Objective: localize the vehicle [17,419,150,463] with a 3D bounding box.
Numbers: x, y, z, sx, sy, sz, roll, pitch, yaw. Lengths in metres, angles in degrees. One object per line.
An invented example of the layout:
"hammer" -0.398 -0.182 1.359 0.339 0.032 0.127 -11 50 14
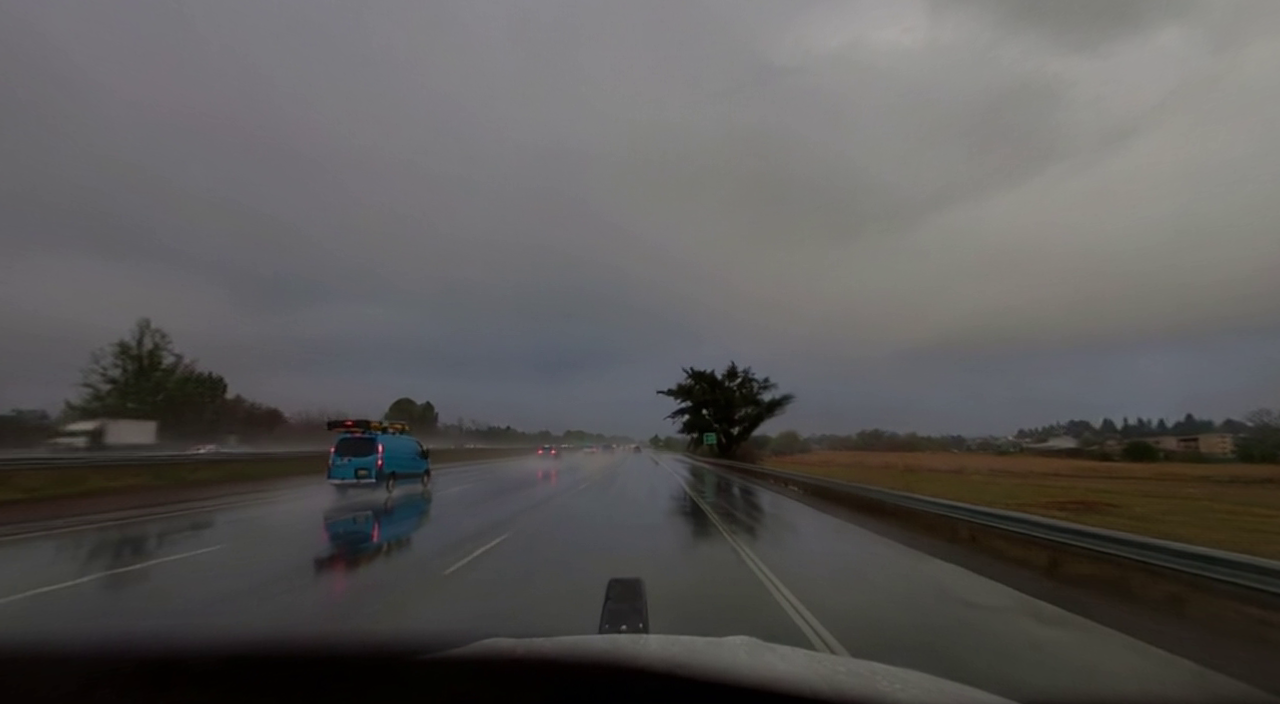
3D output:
"vehicle" -40.105 6.483 45.857 3.165 2.906 7.048 0 -9 0

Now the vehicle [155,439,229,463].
"vehicle" -32.480 7.188 45.860 1.950 1.625 4.666 0 -9 0

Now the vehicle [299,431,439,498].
"vehicle" -7.930 3.340 19.090 2.093 1.752 4.771 0 -9 0
